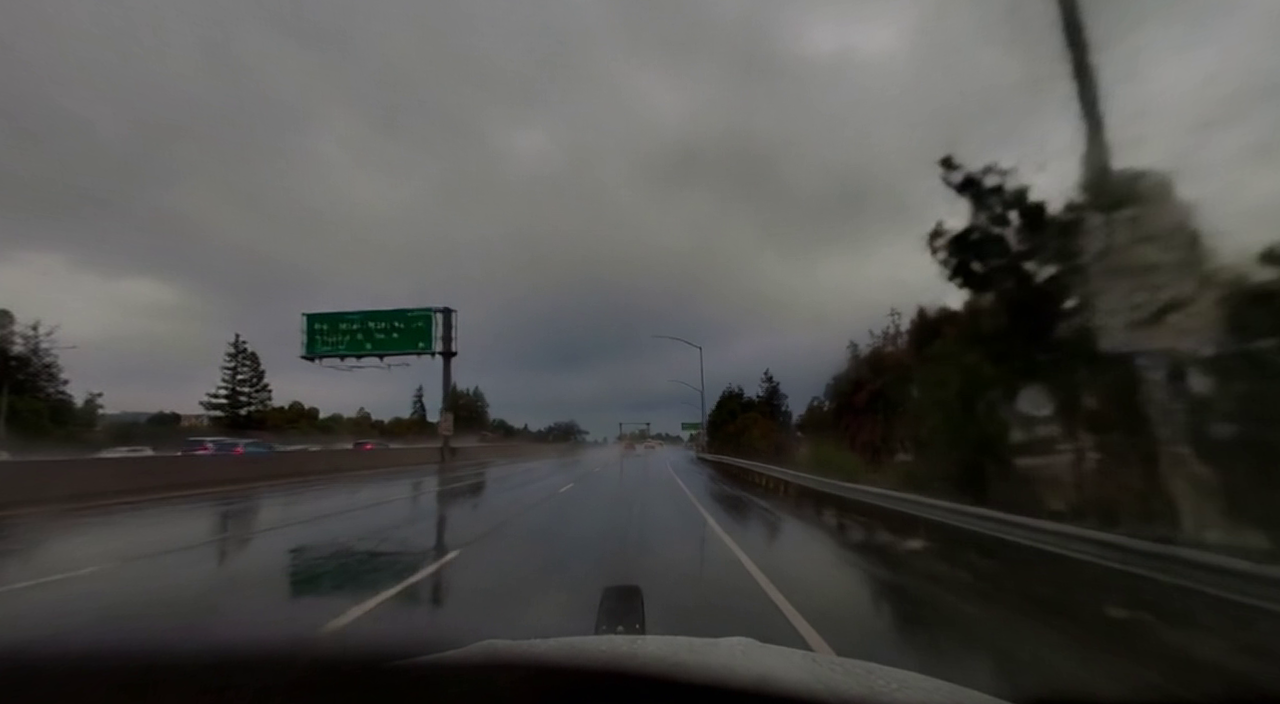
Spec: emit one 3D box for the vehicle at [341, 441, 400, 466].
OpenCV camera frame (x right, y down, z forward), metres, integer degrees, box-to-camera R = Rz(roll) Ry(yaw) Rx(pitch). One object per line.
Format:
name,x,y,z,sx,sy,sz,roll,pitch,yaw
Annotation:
vehicle,-17.375,6.557,40.934,2.271,1.537,4.029,0,-8,-4

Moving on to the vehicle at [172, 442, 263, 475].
vehicle,-21.162,5.303,31.876,1.829,1.520,4.505,0,-8,-6
